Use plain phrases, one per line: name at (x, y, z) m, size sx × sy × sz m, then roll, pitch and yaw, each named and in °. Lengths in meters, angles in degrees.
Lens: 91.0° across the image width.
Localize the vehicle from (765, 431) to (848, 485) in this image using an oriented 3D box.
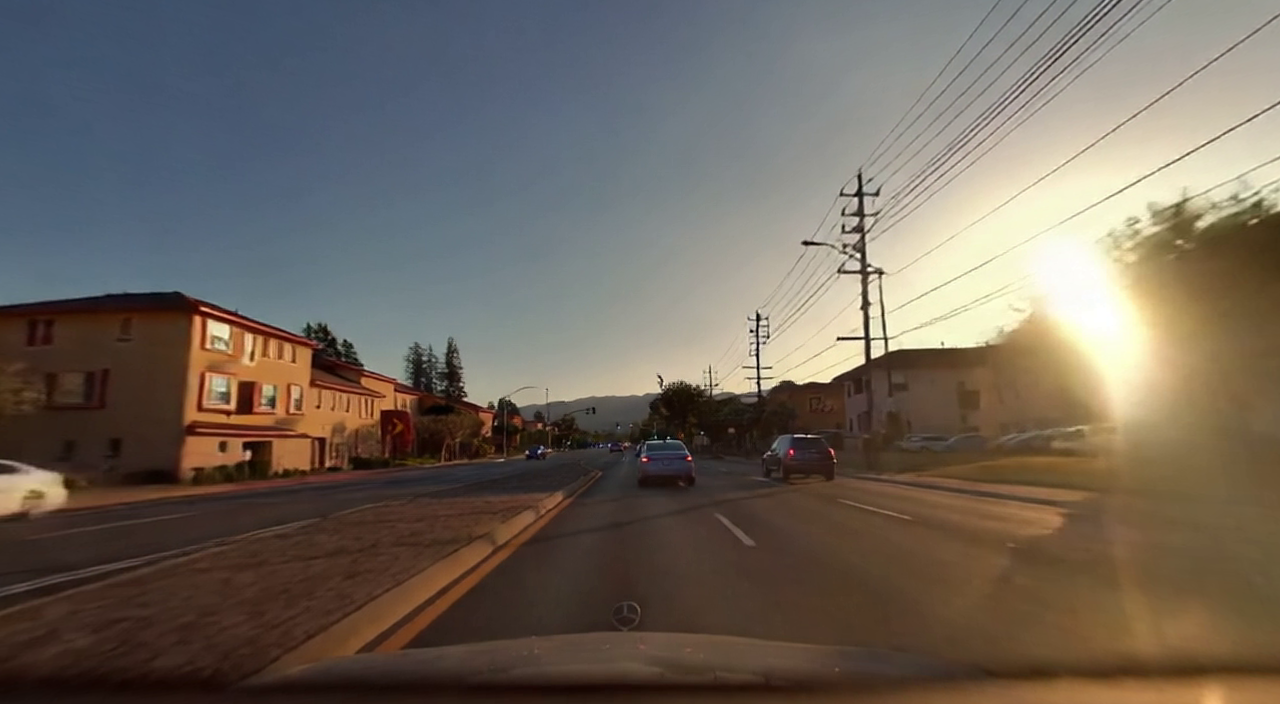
vehicle at (6.338, 4.086, 24.523) m, size 2.061 × 1.889 × 4.268 m, roll 0°, pitch -9°, yaw 0°

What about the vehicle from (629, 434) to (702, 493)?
vehicle at (0.733, 3.592, 20.644) m, size 2.138 × 1.702 × 4.168 m, roll 0°, pitch -9°, yaw -1°
